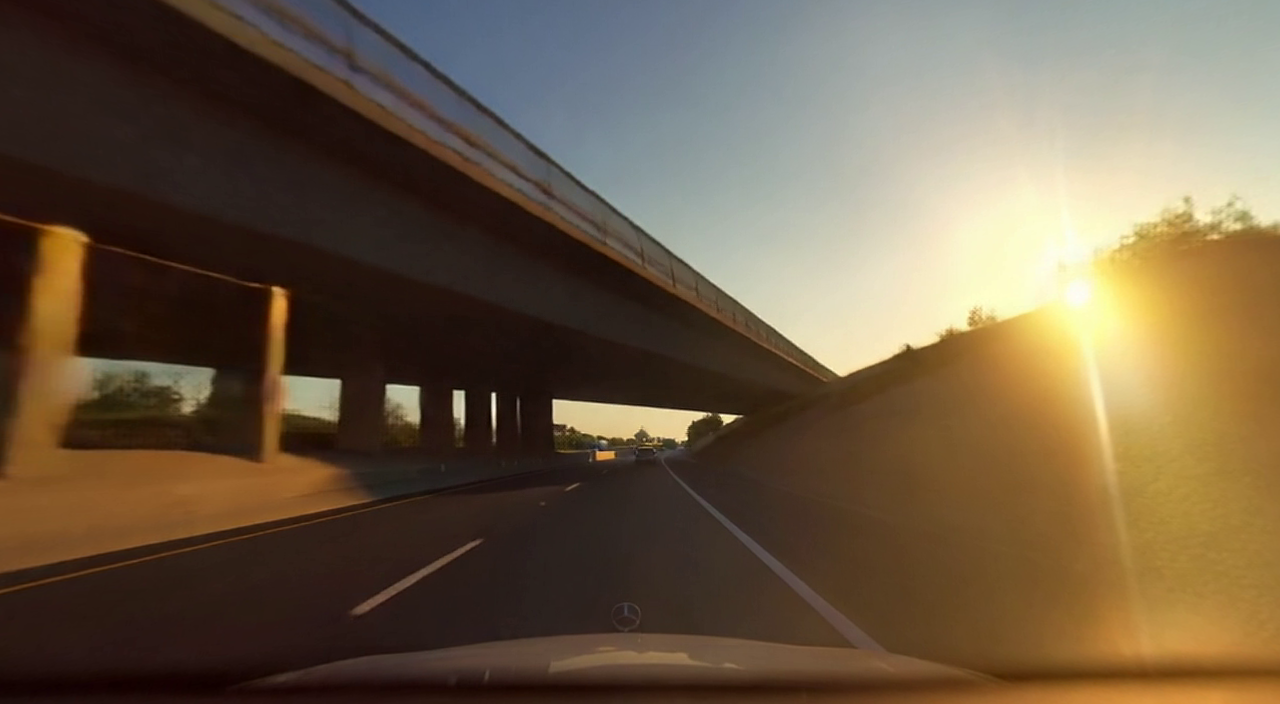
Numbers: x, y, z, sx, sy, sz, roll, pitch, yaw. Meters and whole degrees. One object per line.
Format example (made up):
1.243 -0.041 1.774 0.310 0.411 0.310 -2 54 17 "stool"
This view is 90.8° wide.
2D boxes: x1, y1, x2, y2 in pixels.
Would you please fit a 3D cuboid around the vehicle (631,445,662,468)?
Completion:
0.515 7.855 47.471 2.221 1.603 4.149 0 -9 1 "vehicle"
